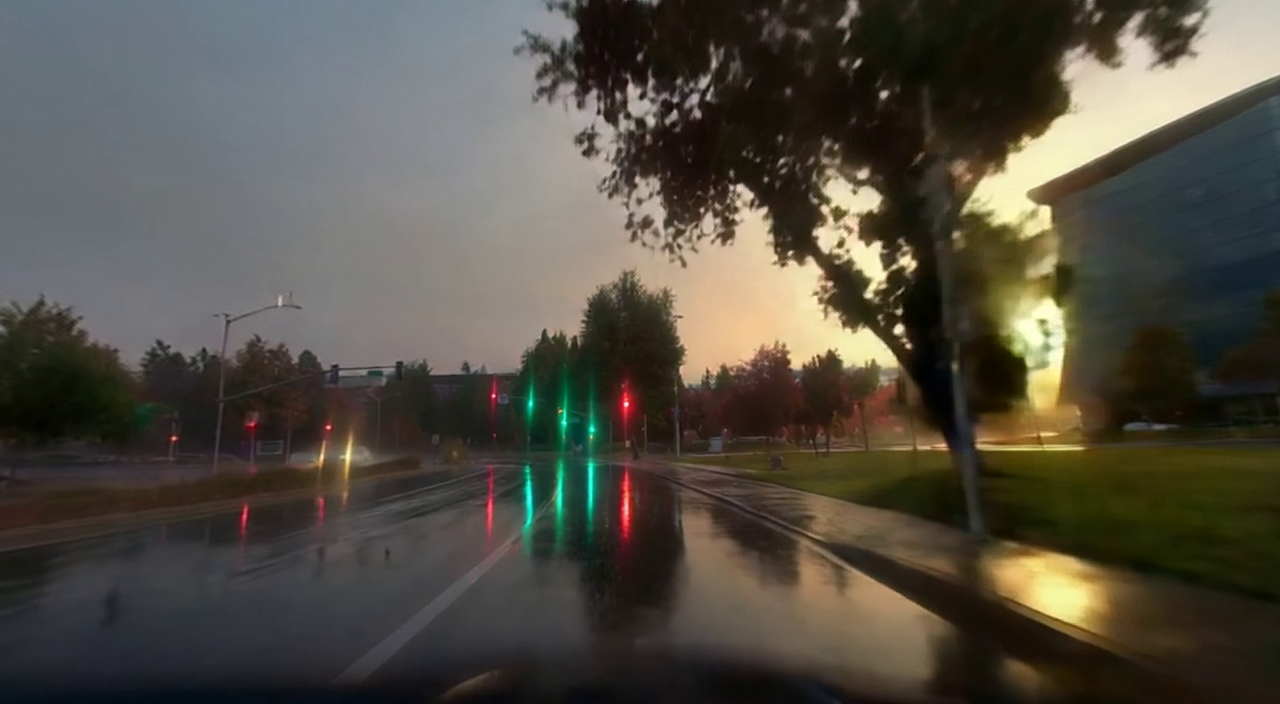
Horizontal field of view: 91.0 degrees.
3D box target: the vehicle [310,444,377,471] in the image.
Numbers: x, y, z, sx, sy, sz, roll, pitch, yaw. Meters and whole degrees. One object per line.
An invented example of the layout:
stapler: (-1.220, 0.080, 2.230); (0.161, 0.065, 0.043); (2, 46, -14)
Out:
vehicle: (-19.312, 6.885, 41.297); (1.870, 1.594, 4.447); (-1, -9, 6)
